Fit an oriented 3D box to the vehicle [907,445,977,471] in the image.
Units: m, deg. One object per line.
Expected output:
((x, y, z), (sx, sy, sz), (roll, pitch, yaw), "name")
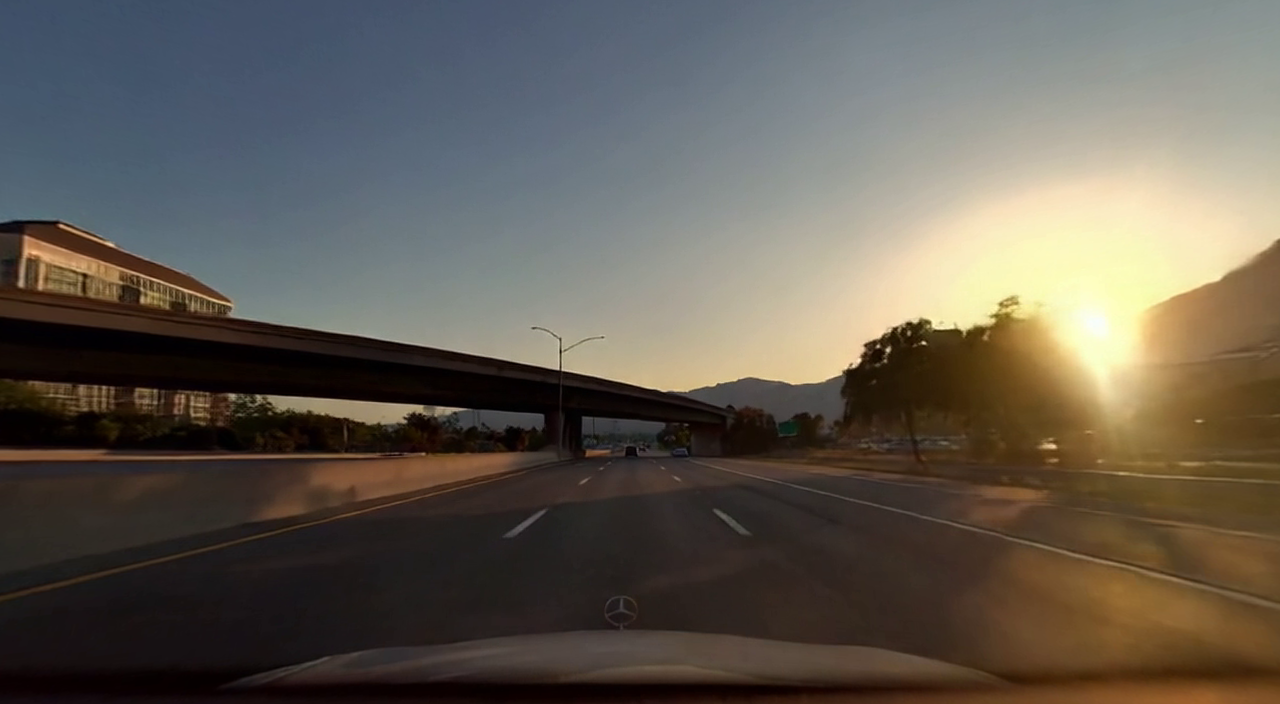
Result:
((18.569, 6.525, 39.134), (2.059, 1.457, 4.537), (0, -8, 0), "vehicle")
